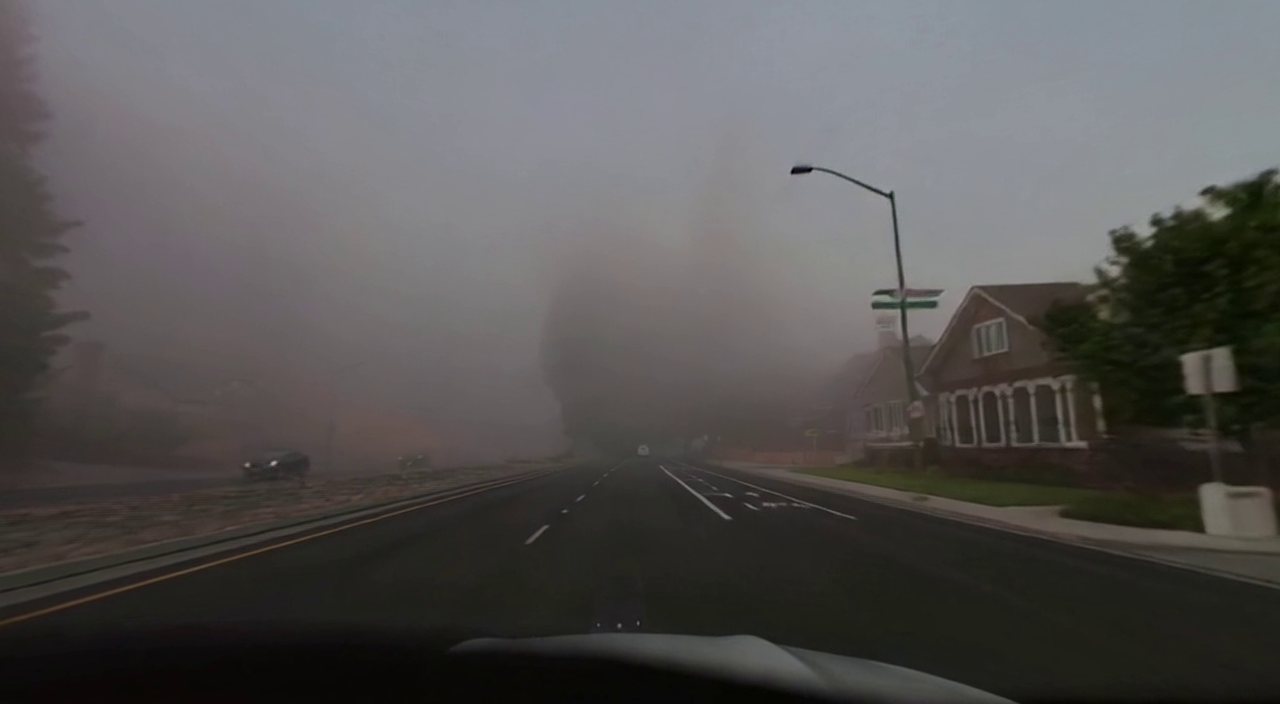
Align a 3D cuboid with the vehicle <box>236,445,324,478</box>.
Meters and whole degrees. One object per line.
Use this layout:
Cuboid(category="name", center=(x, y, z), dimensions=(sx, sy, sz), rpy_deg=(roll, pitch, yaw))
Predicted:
Cuboid(category="vehicle", center=(-19.928, 6.062, 35.264), dimensions=(2.166, 1.720, 4.629), rpy_deg=(0, -8, 0))
